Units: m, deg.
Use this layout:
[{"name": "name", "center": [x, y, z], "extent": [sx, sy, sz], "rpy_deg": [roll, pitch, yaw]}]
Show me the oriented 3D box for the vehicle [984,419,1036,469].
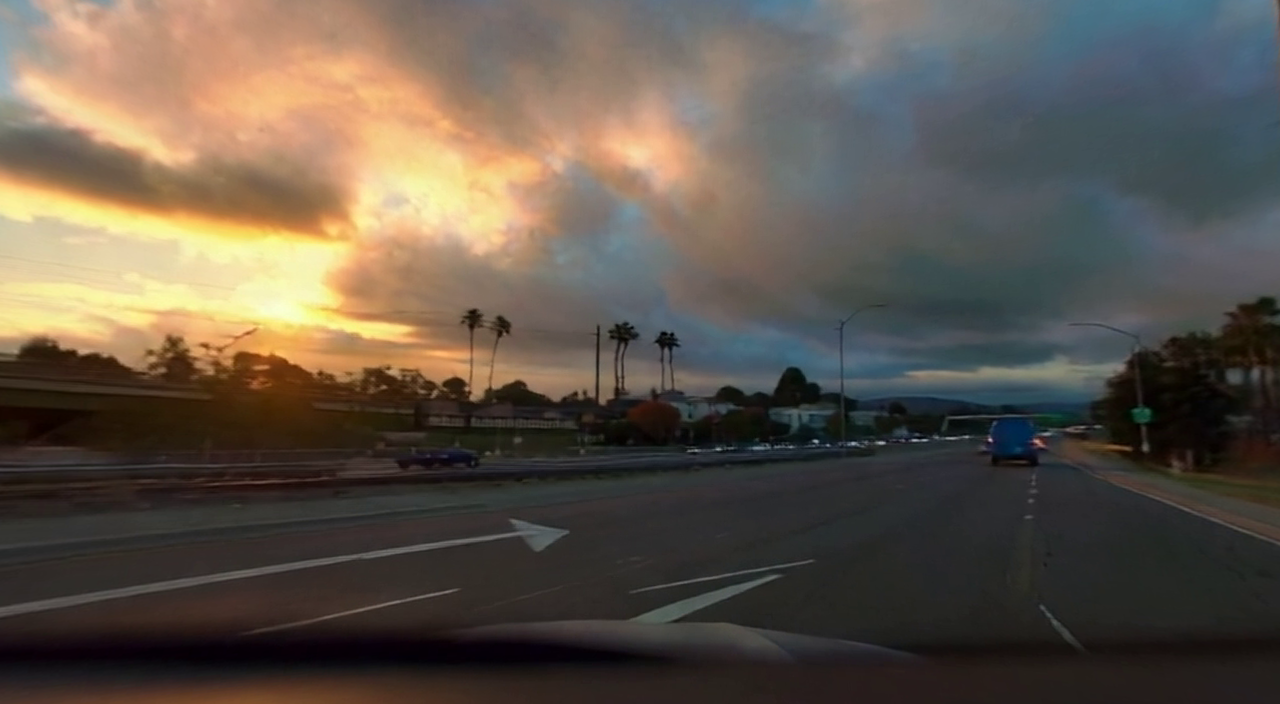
[{"name": "vehicle", "center": [23.999, 5.950, 40.899], "extent": [2.606, 3.020, 4.180], "rpy_deg": [-5, -10, 31]}]
